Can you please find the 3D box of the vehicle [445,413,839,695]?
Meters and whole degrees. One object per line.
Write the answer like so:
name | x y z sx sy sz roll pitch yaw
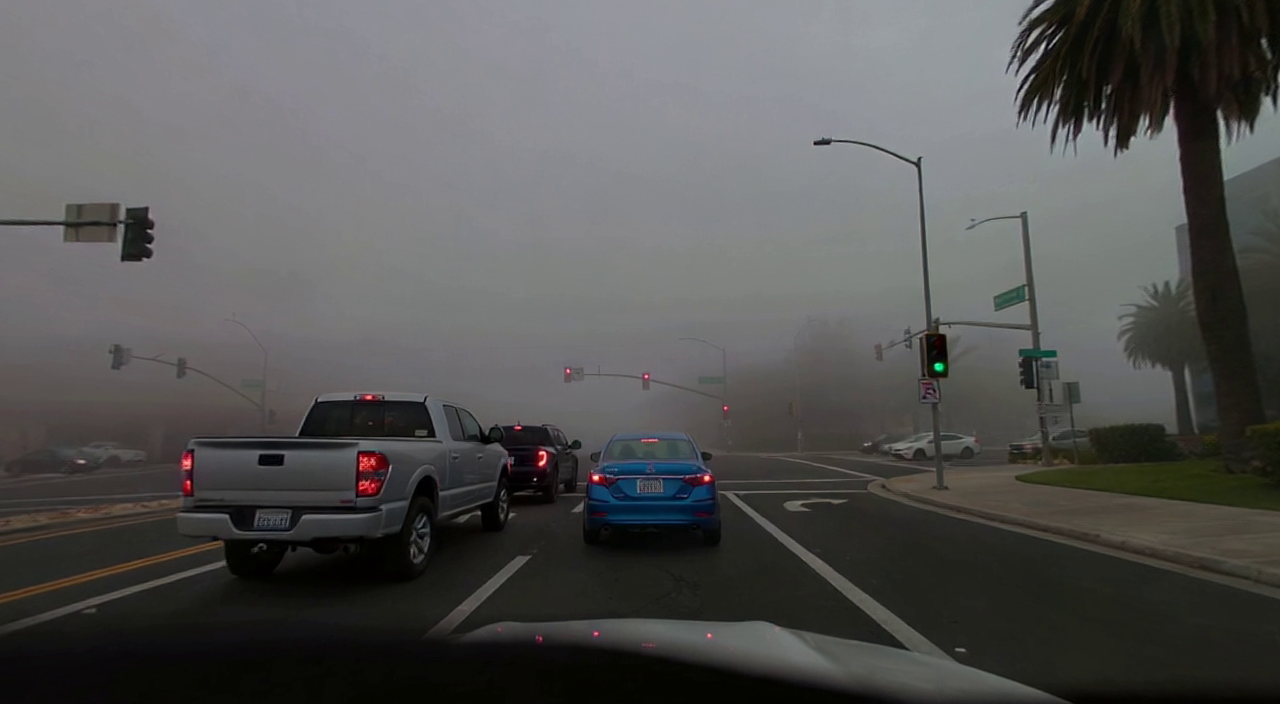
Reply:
vehicle | 0.046 1.400 5.541 2.122 1.501 4.152 0 -8 1

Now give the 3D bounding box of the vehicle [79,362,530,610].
vehicle | -3.210 1.482 7.927 2.330 1.969 5.626 -1 -8 3

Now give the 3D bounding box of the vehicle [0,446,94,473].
vehicle | -37.056 6.646 38.898 4.576 1.617 1.937 0 -8 2

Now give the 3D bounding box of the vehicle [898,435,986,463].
vehicle | 18.848 6.069 39.298 4.466 1.717 1.963 0 -8 2
